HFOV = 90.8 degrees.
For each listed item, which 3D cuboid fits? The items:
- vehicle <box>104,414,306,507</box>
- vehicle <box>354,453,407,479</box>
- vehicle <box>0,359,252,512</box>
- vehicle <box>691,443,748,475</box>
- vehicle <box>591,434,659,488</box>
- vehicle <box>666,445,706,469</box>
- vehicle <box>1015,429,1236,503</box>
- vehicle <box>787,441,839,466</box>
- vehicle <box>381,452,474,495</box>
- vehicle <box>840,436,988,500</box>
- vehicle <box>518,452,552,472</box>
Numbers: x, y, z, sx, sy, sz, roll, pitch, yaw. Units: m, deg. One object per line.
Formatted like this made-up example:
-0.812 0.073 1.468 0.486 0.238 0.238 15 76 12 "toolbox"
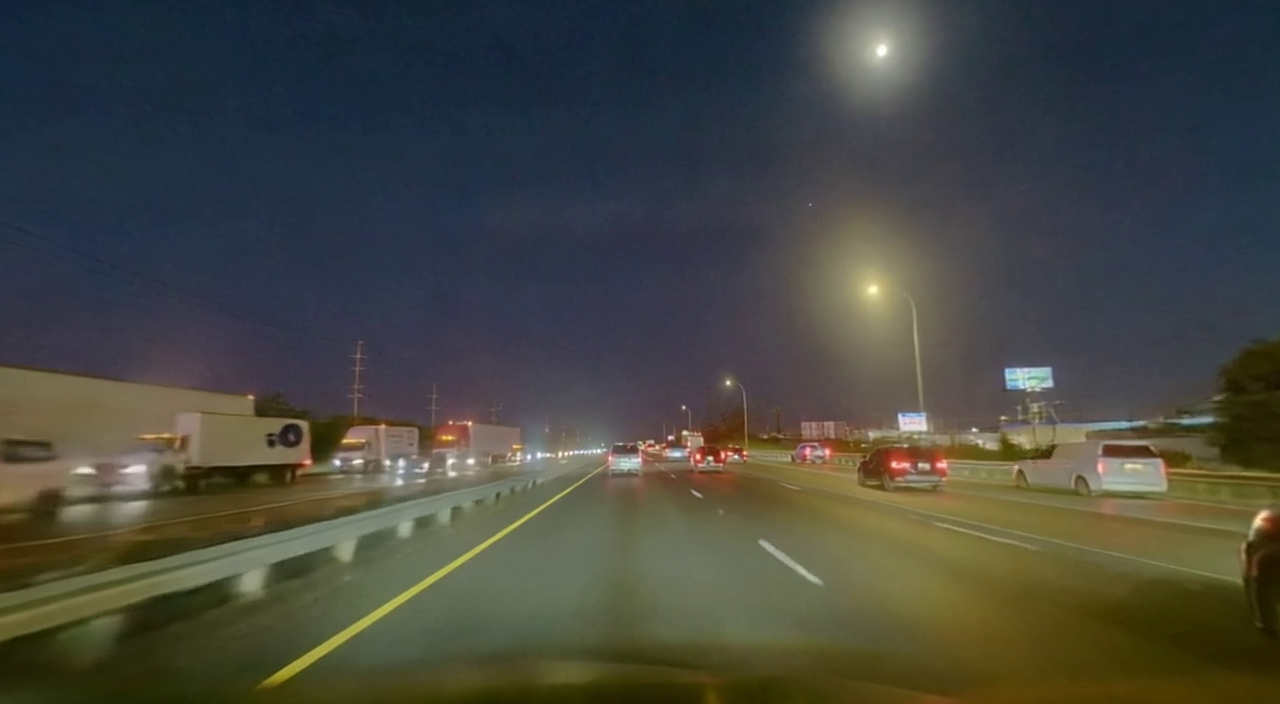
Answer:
-14.948 3.777 22.531 2.350 2.794 6.786 0 -8 0 "vehicle"
-18.349 8.019 44.855 1.866 1.689 4.569 0 -8 -1 "vehicle"
-18.438 2.730 20.242 3.134 3.965 14.329 0 -8 -1 "vehicle"
3.868 5.293 31.520 1.934 1.461 4.368 1 -9 -5 "vehicle"
-0.520 3.997 23.513 2.298 1.809 4.359 0 -8 -1 "vehicle"
2.880 6.667 40.290 2.115 1.481 3.968 0 -8 -2 "vehicle"
11.320 2.672 15.212 1.944 1.505 4.138 0 -8 -2 "vehicle"
10.854 6.396 40.005 1.901 1.485 4.483 0 -8 -2 "vehicle"
-8.239 4.714 24.974 2.086 1.477 4.438 0 -8 0 "vehicle"
7.042 3.013 16.813 1.958 1.473 4.201 0 -8 -1 "vehicle"
-8.151 8.576 49.484 1.897 1.470 4.474 0 -8 0 "vehicle"
